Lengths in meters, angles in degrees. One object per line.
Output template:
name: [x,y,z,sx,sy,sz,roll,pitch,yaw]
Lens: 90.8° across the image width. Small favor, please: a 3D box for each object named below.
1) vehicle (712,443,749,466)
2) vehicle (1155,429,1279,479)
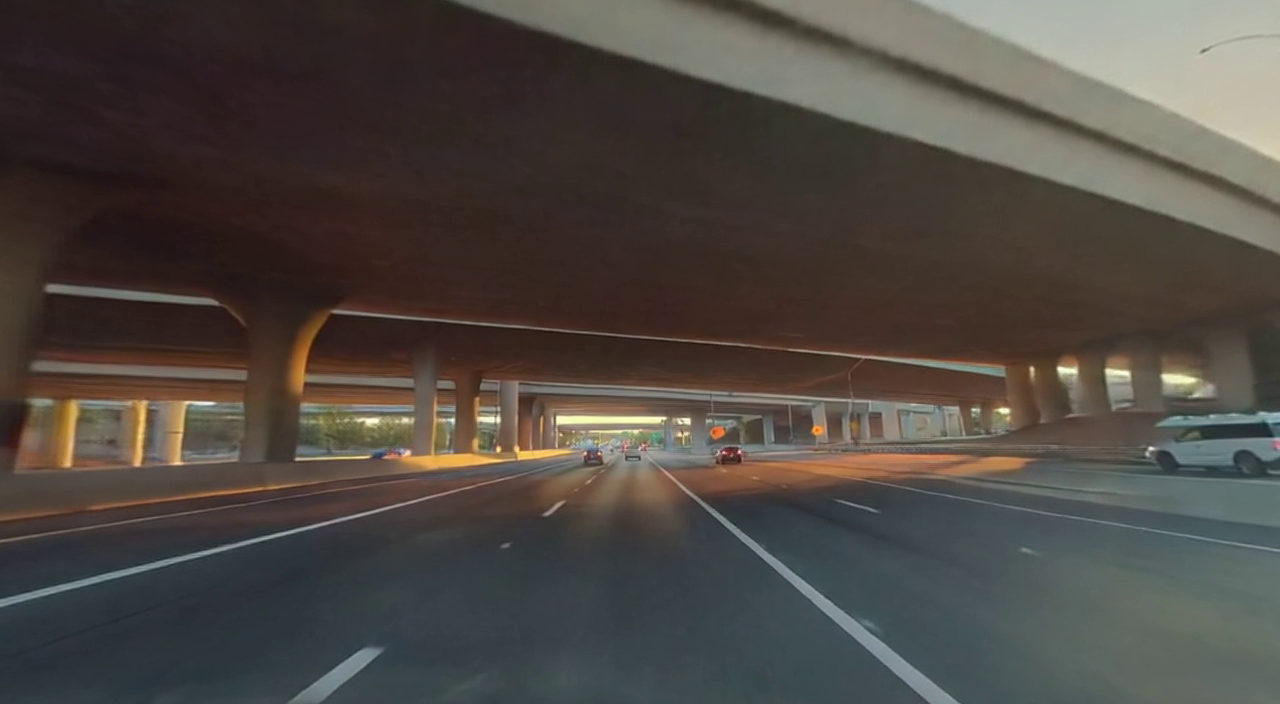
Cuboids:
vehicle: [6.862,7.797,48.284,2.075,1.611,4.421,0,-8,-1]
vehicle: [19.937,3.309,20.637,1.821,1.479,5.004,0,-8,-3]
